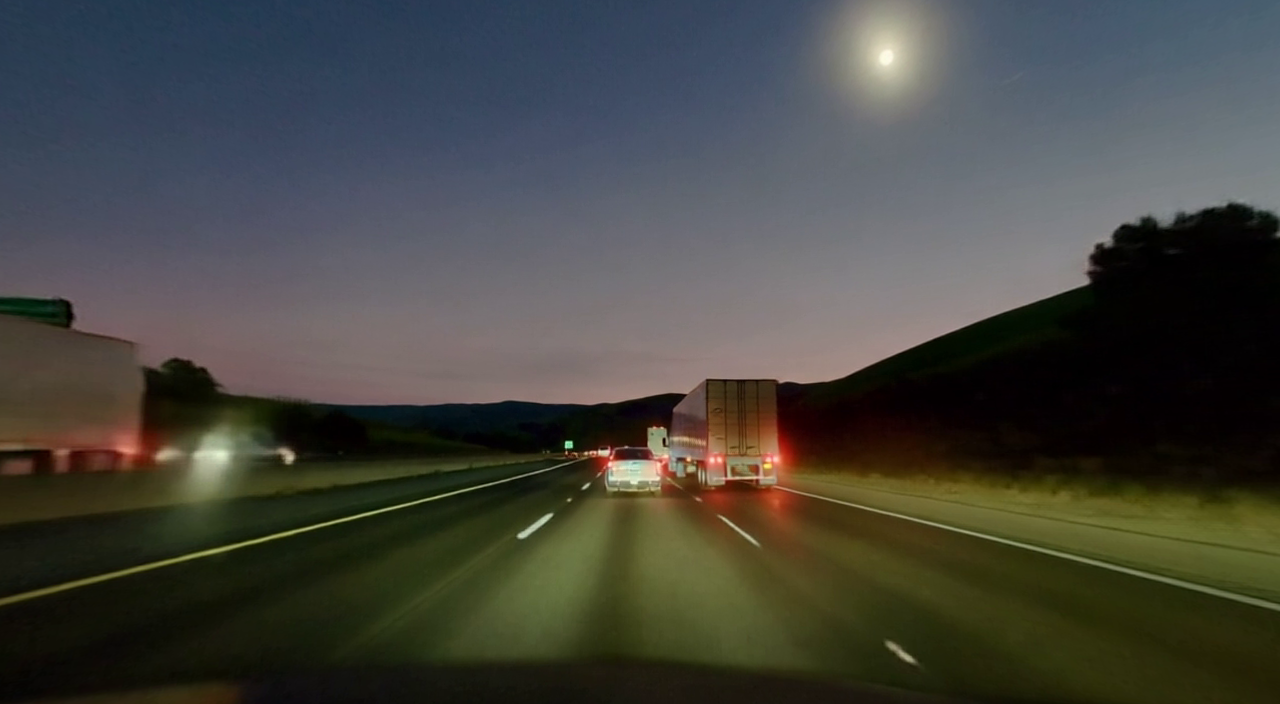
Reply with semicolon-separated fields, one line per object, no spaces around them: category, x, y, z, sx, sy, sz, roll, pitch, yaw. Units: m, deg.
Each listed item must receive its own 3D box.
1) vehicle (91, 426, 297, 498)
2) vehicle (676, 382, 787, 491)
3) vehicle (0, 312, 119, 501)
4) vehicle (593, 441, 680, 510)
vehicle;-11.684;2.927;17.090;2.105;1.656;4.746;0;-9;0
vehicle;3.801;4.210;30.520;2.812;4.024;14.098;0;-9;-2
vehicle;-15.228;0.469;9.118;2.920;4.044;14.872;0;-9;-1
vehicle;-0.116;3.284;17.204;2.109;1.639;3.768;0;-9;-1
